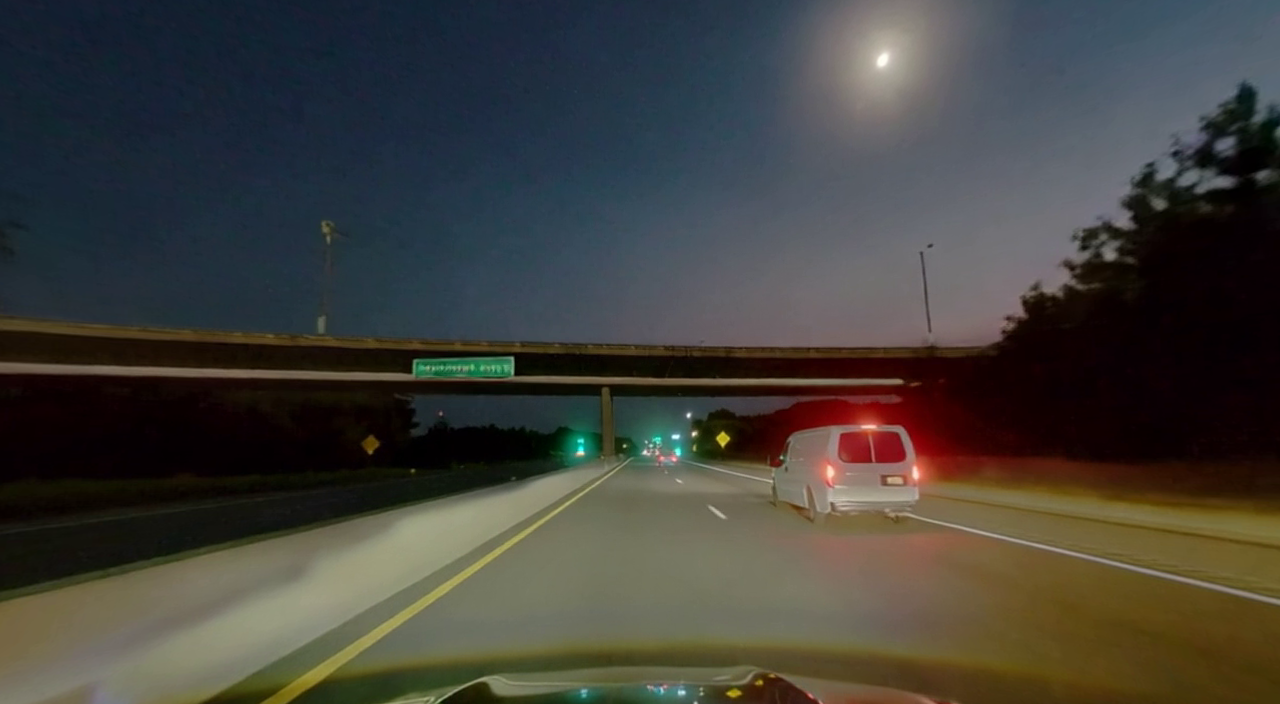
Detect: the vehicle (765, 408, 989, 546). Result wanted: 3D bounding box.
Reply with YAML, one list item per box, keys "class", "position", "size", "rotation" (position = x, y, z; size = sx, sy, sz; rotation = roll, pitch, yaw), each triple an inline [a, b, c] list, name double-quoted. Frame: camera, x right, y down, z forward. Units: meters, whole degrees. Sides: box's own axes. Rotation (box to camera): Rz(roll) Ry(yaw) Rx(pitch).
- class: "vehicle"
  position: [4.015, 2.252, 11.997]
  size: [2.152, 1.998, 5.380]
  rotation: [0, -9, 0]
